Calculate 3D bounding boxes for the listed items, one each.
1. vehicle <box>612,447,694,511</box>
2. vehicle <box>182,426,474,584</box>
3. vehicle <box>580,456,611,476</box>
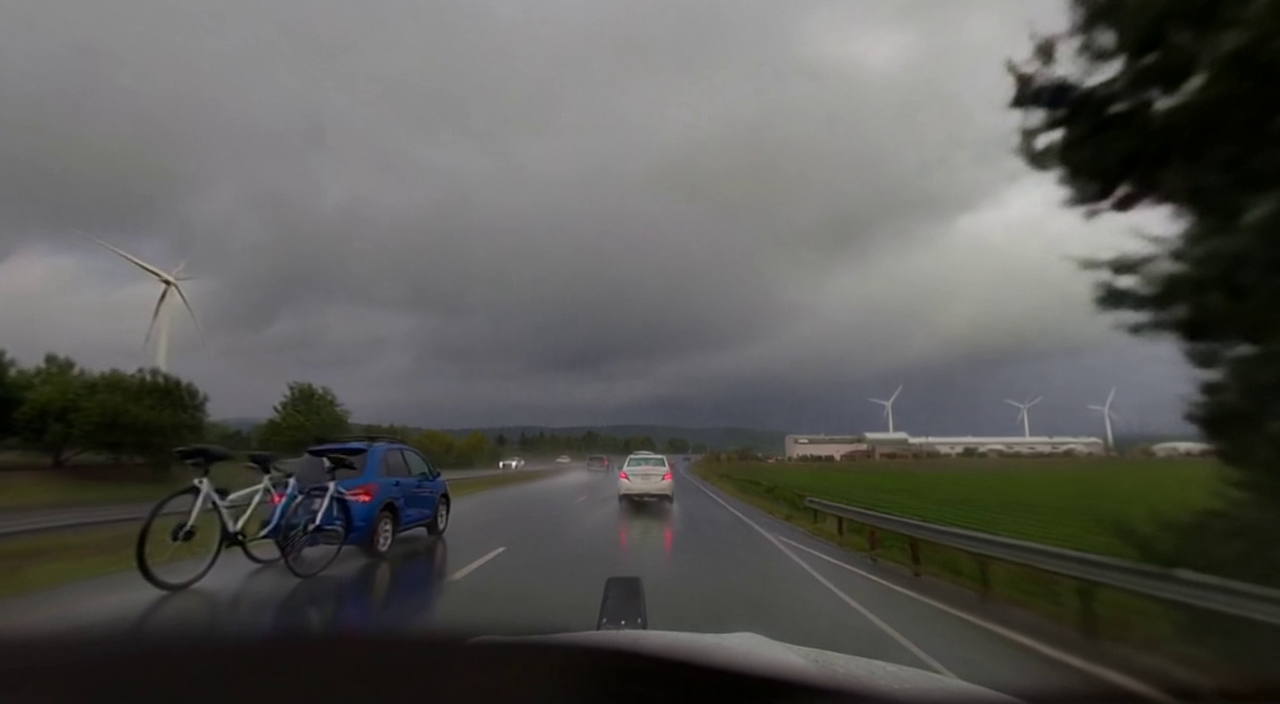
[{"bbox_3d":[0.349,3.546,17.973,2.063,1.582,3.955,0,-9,1],"label":"vehicle"},{"bbox_3d":[-3.915,1.992,8.898,1.962,1.681,4.033,0,-9,1],"label":"vehicle"},{"bbox_3d":[-3.414,8.879,49.220,2.059,1.455,4.205,0,-9,1],"label":"vehicle"}]
